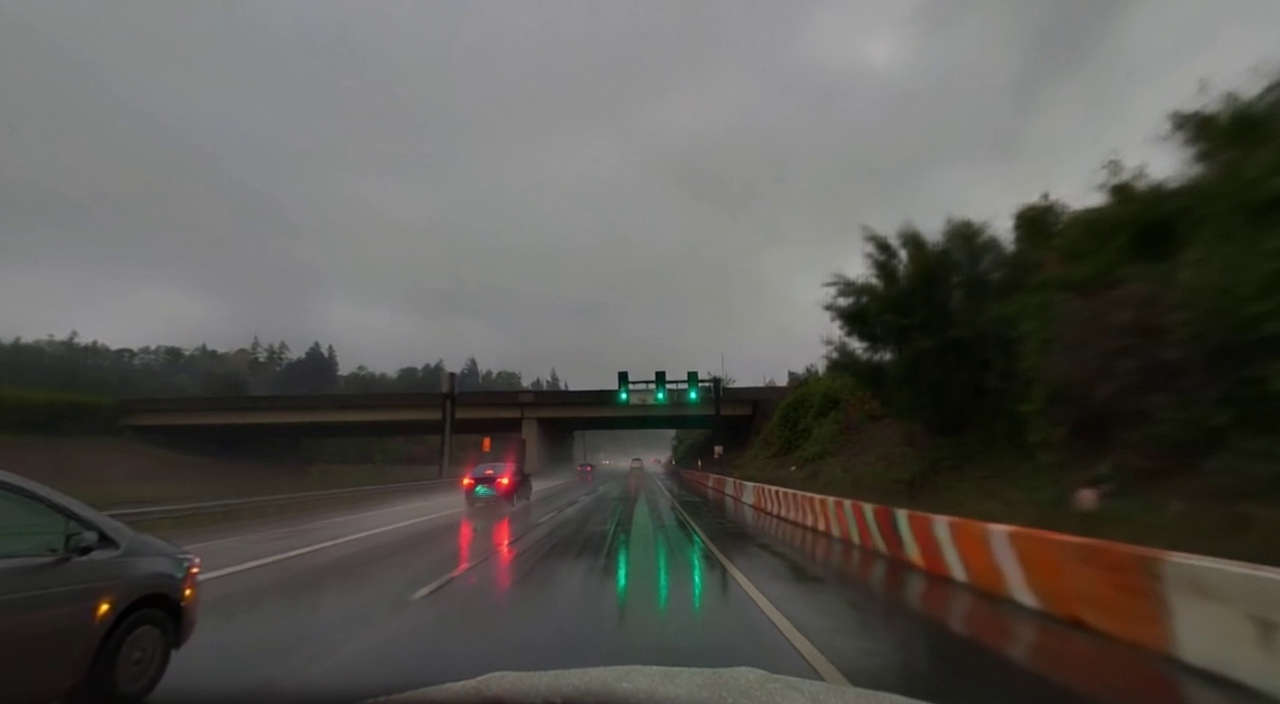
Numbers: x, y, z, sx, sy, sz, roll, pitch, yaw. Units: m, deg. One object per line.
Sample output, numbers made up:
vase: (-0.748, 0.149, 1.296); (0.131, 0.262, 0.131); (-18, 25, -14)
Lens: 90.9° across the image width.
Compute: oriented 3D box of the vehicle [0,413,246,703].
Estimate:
vehicle: (-3.684, 0.829, 1.658); (2.023, 1.507, 5.082); (1, -10, 0)

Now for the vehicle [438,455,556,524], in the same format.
vehicle: (-3.395, 3.361, 15.735); (1.992, 1.466, 3.690); (1, -10, 1)
